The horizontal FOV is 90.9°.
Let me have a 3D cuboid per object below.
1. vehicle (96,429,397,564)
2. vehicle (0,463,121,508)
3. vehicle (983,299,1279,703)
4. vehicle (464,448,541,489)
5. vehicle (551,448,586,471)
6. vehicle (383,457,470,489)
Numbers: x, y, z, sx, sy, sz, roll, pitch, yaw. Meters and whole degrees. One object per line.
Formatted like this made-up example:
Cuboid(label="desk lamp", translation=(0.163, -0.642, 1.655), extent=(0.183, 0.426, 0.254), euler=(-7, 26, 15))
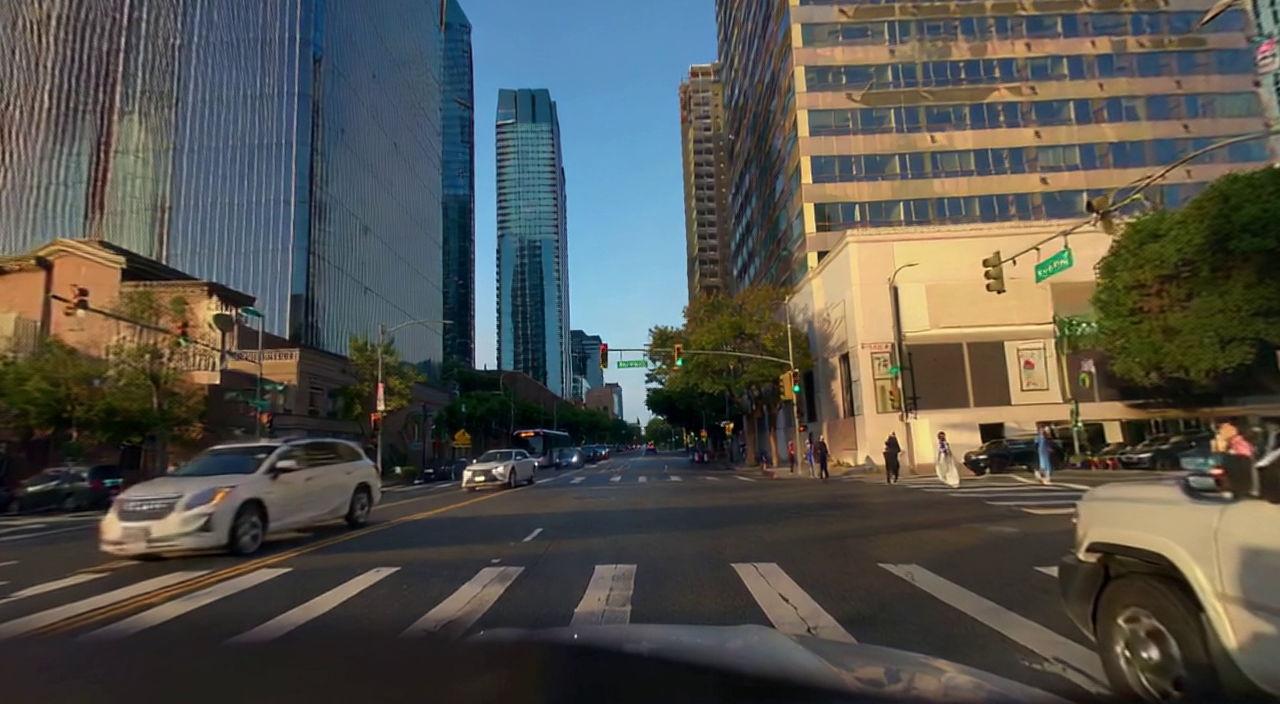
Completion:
Cuboid(label="vehicle", translation=(-5.977, 2.198, 10.458), extent=(1.990, 1.710, 4.507), euler=(0, -8, 1))
Cuboid(label="vehicle", translation=(-27.166, 6.053, 28.729), extent=(5.101, 1.851, 2.118), euler=(0, -8, 2))
Cuboid(label="vehicle", translation=(3.263, 0.627, 1.343), extent=(2.118, 1.848, 5.426), euler=(0, -8, 2))
Cuboid(label="vehicle", translation=(-5.469, 4.699, 25.784), extent=(1.956, 1.457, 4.958), euler=(0, -8, 1))
Cuboid(label="vehicle", translation=(-5.365, 8.104, 47.750), extent=(1.997, 1.610, 4.144), euler=(0, -8, 2))
Cuboid(label="vehicle", translation=(-11.226, 6.371, 33.534), extent=(2.051, 1.468, 4.635), euler=(-2, -9, 15))
